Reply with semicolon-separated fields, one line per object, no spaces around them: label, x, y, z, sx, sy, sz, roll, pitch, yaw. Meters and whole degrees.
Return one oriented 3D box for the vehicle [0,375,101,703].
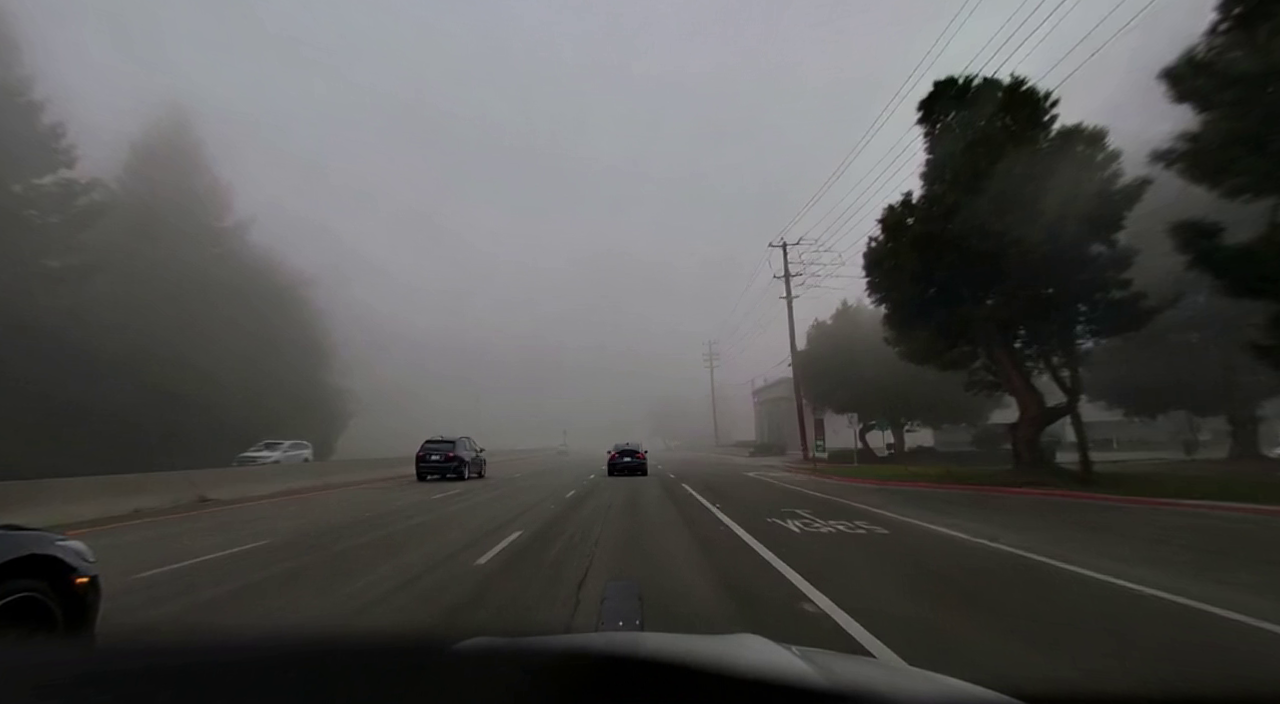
vehicle;-3.689;0.611;0.650;1.985;1.607;4.892;0;-8;-1

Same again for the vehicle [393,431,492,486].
vehicle;-7.167;3.924;23.542;2.203;1.819;4.547;0;-8;0

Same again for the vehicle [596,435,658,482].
vehicle;-0.487;4.105;24.616;2.189;1.652;4.135;0;-8;0

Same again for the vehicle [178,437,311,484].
vehicle;-18.383;5.072;29.848;2.267;1.962;5.820;-1;-8;3
